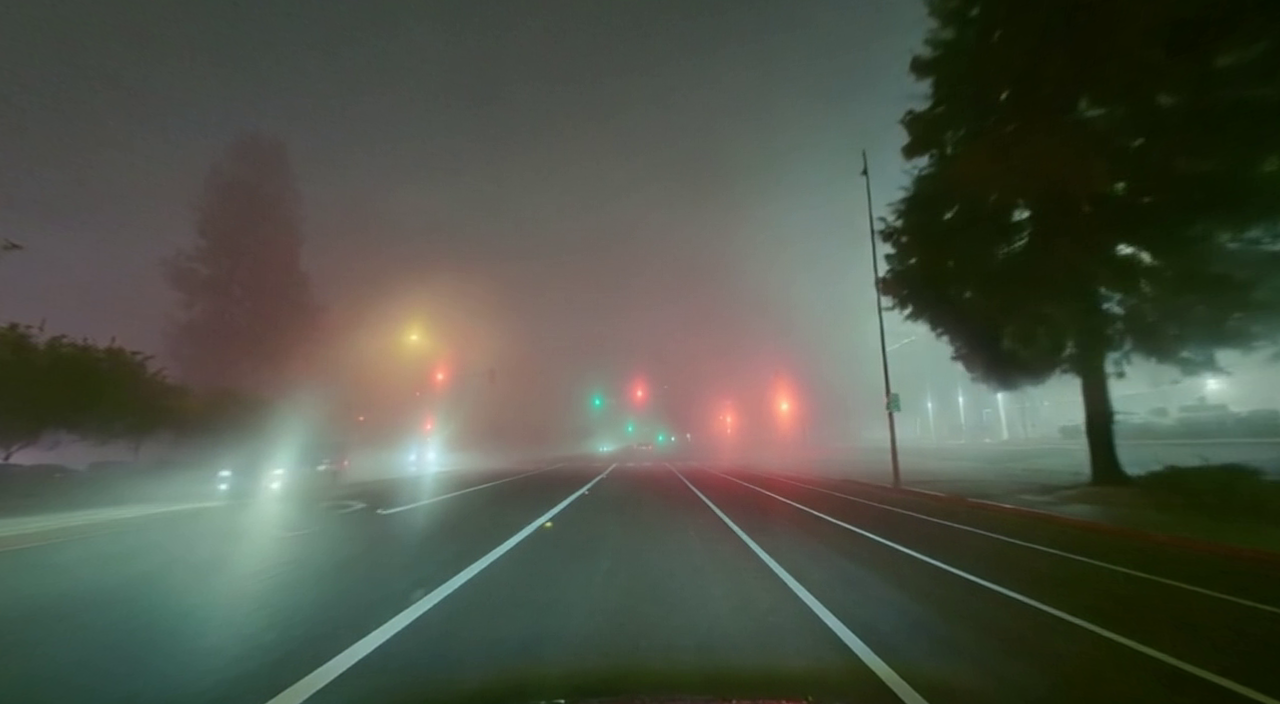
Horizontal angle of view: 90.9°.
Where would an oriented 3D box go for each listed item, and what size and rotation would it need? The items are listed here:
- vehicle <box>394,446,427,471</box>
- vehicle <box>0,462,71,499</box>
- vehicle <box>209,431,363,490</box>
[{"bbox_3d":[-17.088,7.860,46.771,1.999,1.710,4.228,4,-9,-23],"label":"vehicle"},{"bbox_3d":[-34.537,7.043,34.816,2.020,1.812,4.914,1,-8,-8],"label":"vehicle"},{"bbox_3d":[-12.587,3.895,23.042,2.225,1.876,5.661,0,-8,2],"label":"vehicle"}]
